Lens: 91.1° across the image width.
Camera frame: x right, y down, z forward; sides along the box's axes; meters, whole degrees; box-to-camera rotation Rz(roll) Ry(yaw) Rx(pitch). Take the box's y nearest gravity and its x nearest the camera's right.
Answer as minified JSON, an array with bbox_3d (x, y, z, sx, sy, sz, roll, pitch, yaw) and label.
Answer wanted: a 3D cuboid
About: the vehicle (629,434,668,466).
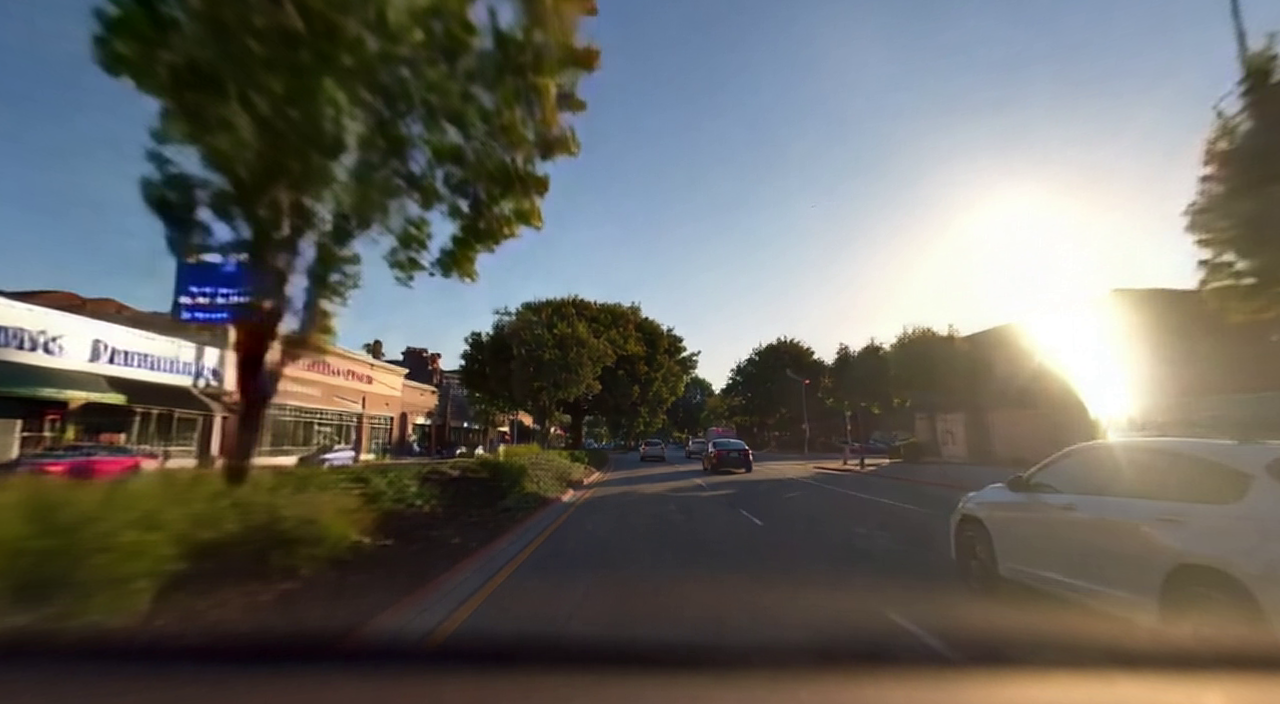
[{"bbox_3d":[0.435,5.565,35.853,2.098,1.682,3.778,0,-8,0],"label":"vehicle"}]

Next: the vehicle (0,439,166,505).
[{"bbox_3d":[-18.899,3.878,20.824,2.488,1.752,4.991,-3,-6,1],"label":"vehicle"}]

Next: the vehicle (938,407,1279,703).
[{"bbox_3d":[3.911,1.133,3.902,1.908,1.463,4.506,0,-8,0],"label":"vehicle"}]

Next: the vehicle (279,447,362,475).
[{"bbox_3d":[-18.968,6.485,37.599,2.280,1.489,5.106,0,-8,1],"label":"vehicle"}]

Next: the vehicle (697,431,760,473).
[{"bbox_3d":[3.777,4.376,27.595,2.115,1.692,4.189,0,-8,-1],"label":"vehicle"}]
